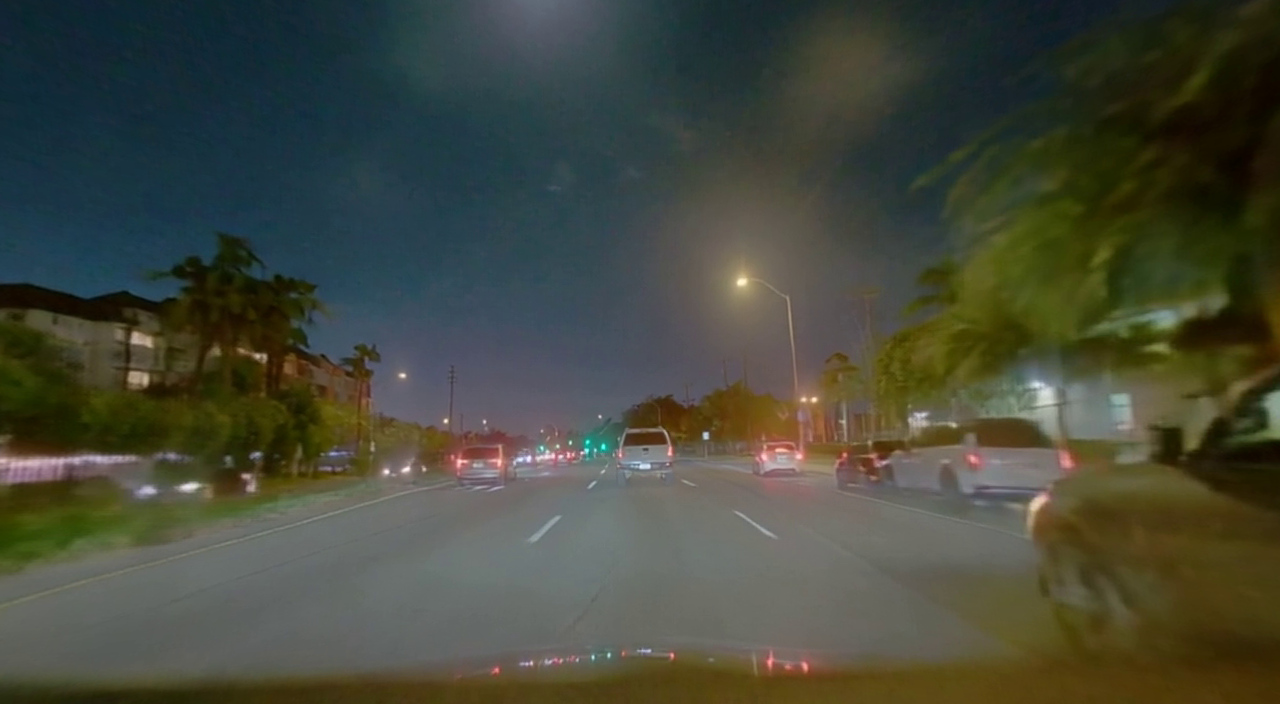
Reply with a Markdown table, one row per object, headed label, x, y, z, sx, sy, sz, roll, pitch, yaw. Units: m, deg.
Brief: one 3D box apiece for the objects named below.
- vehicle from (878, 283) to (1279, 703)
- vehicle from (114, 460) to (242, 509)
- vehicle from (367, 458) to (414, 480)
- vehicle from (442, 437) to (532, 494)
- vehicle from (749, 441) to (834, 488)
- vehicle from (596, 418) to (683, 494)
| label | x | y | z | sx | sy | sz | roll | pitch | yaw |
| --- | --- | --- | --- | --- | --- | --- | --- | --- | --- |
| vehicle | 3.362 | 0.711 | 2.170 | 2.576 | 1.815 | 6.267 | 0 | -9 | 0 |
| vehicle | -18.773 | 5.380 | 25.832 | 2.048 | 1.679 | 4.356 | -1 | -9 | -2 |
| vehicle | -19.135 | 8.984 | 48.364 | 1.994 | 1.524 | 4.698 | 0 | -9 | -4 |
| vehicle | -5.011 | 3.777 | 21.275 | 2.235 | 1.682 | 4.662 | 0 | -9 | -5 |
| vehicle | 4.984 | 3.757 | 21.357 | 2.178 | 1.411 | 4.732 | -1 | -9 | 6 |
| vehicle | -0.193 | 3.444 | 21.169 | 2.507 | 2.161 | 6.049 | 0 | -9 | -3 |
